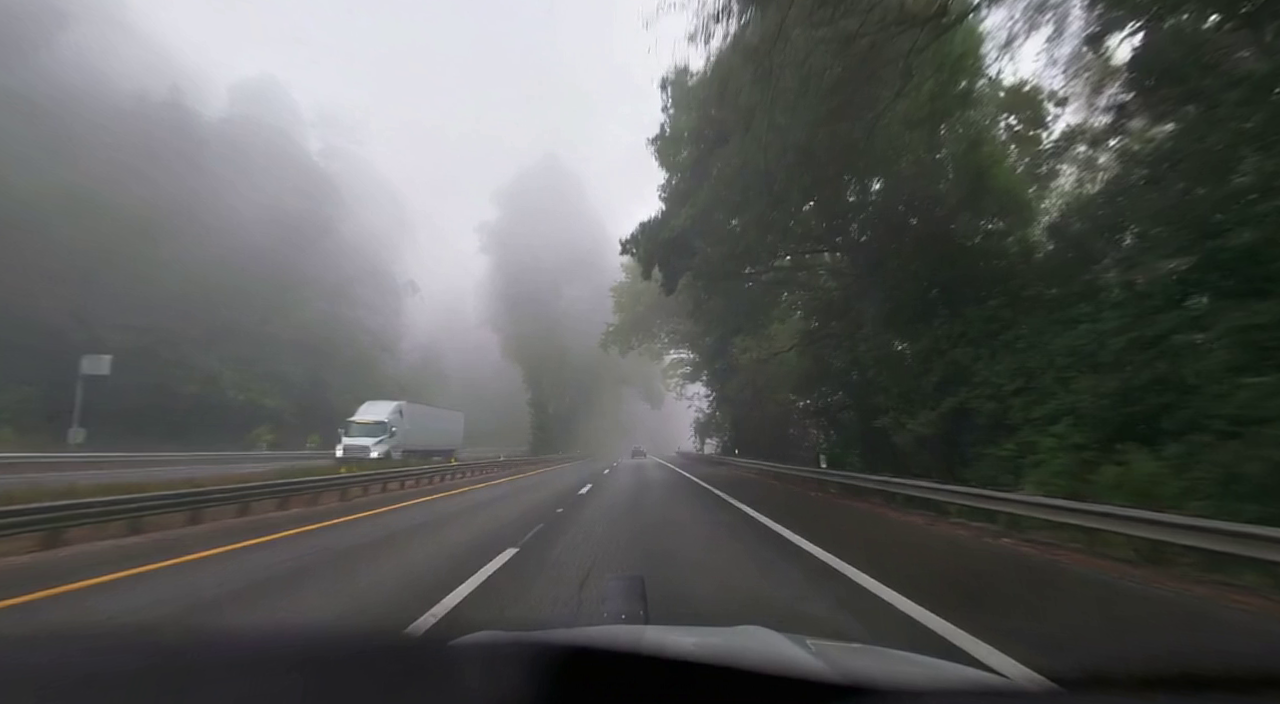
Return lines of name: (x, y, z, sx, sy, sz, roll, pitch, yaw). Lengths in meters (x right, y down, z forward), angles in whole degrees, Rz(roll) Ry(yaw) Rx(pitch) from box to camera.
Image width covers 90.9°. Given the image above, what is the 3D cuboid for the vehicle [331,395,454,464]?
vehicle: (-16.770, 5.680, 44.468, 2.924, 4.069, 14.387, 0, -9, 0)
